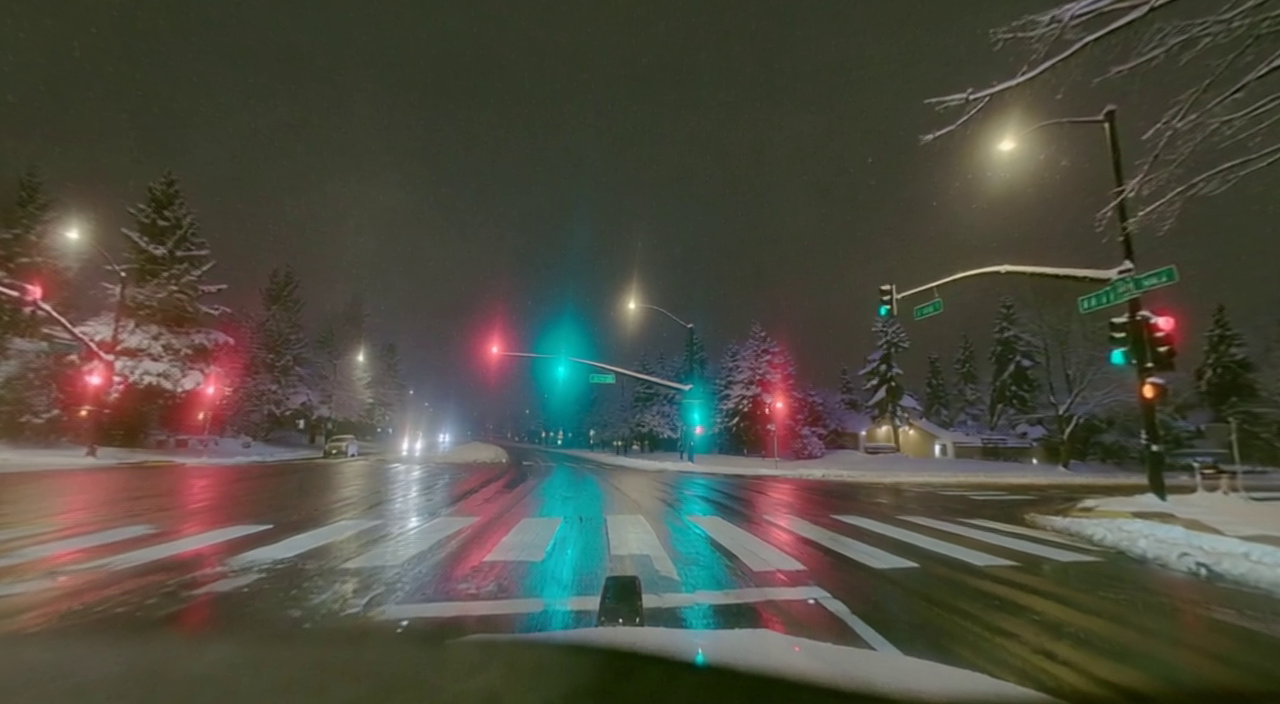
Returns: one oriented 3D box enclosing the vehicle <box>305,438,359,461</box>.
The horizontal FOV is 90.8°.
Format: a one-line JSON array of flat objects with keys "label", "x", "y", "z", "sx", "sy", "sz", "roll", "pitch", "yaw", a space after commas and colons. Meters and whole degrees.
[{"label": "vehicle", "x": -20.415, "y": 6.466, "z": 42.074, "sx": 1.918, "sy": 1.432, "sz": 4.433, "roll": 1, "pitch": -9, "yaw": -8}]
